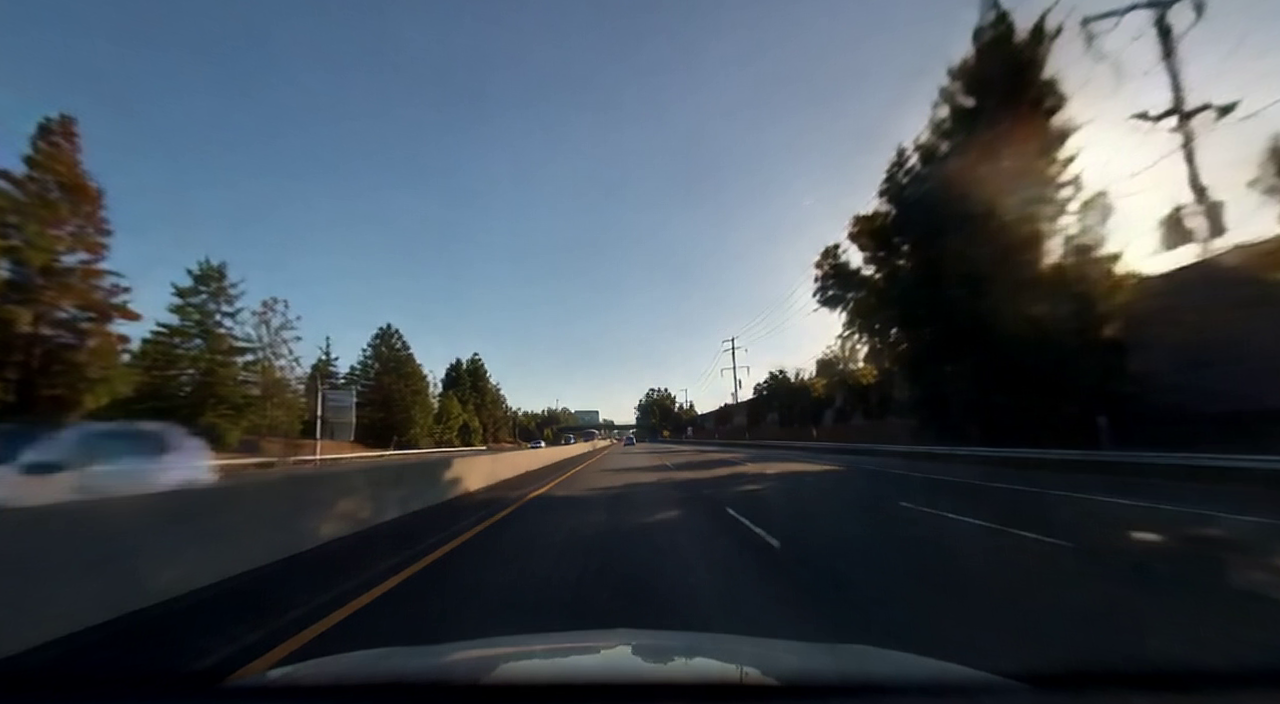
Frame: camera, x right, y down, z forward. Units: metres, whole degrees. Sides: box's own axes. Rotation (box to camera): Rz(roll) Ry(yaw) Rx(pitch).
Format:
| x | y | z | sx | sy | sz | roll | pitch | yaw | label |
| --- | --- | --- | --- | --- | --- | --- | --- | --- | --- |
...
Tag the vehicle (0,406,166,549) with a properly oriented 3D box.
| x | y | z | sx | sy | sz | roll | pitch | yaw | label |
| --- | --- | --- | --- | --- | --- | --- | --- | --- | --- |
| -9.348 | 1.695 | 8.664 | 2.174 | 1.820 | 4.527 | 0 | -8 | -1 | vehicle |
